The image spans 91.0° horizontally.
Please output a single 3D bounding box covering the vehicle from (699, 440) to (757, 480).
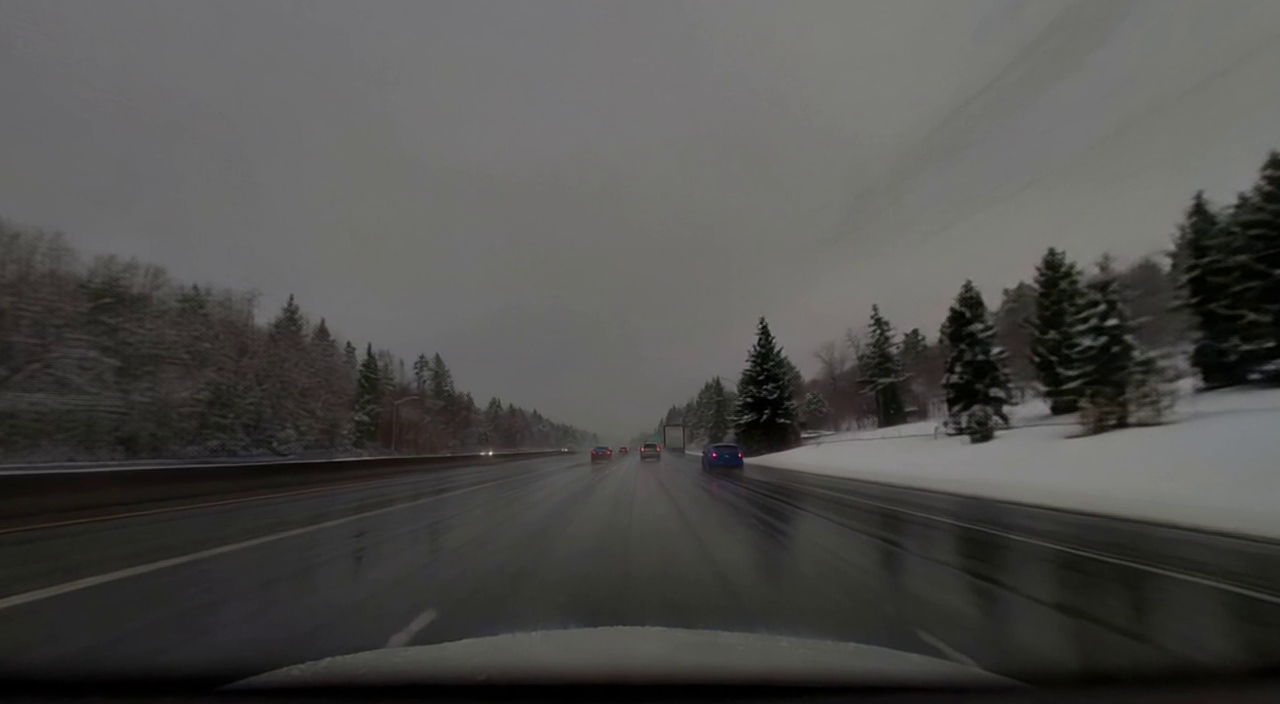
[{"bbox_3d":[4.014,5.022,29.465,2.082,1.720,4.393,0,-9,0],"label":"vehicle"}]

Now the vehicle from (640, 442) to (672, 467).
[{"bbox_3d":[1.148,7.594,46.729,2.205,1.785,4.423,0,-9,0],"label":"vehicle"}]

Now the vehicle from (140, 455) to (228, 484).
[{"bbox_3d":[-28.515,7.319,39.597,1.920,1.635,4.677,0,-9,1],"label":"vehicle"}]
